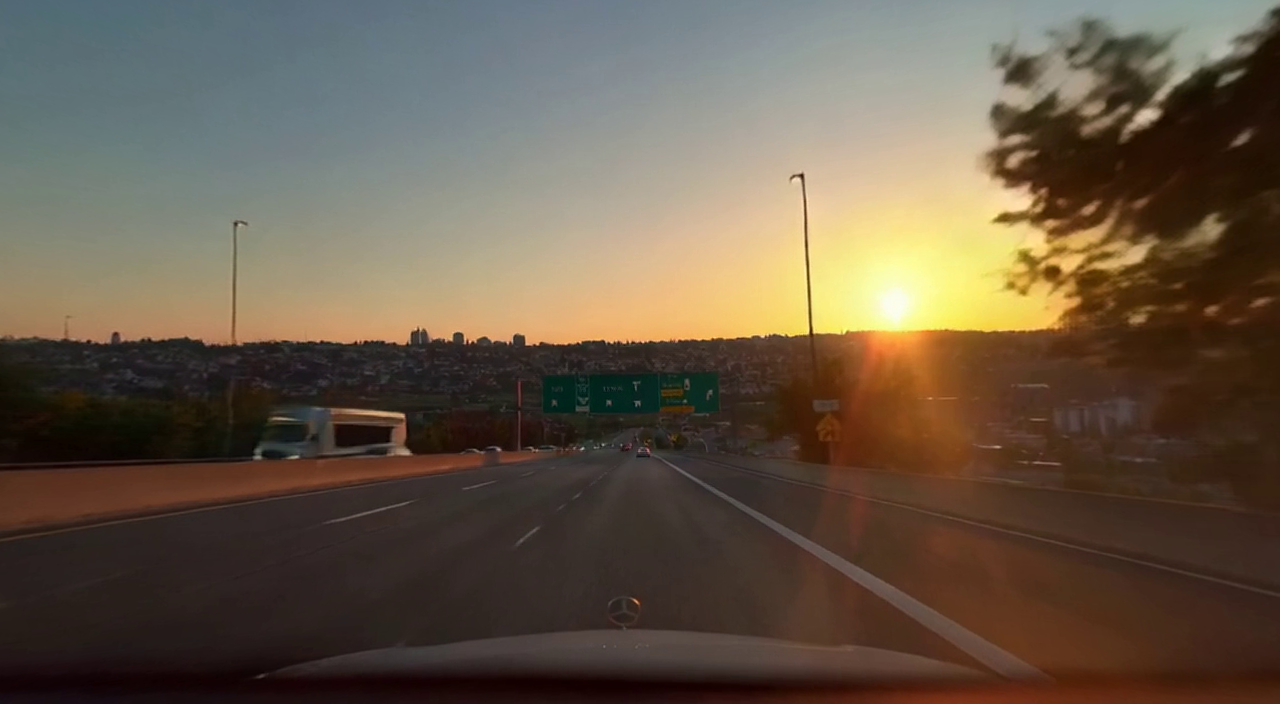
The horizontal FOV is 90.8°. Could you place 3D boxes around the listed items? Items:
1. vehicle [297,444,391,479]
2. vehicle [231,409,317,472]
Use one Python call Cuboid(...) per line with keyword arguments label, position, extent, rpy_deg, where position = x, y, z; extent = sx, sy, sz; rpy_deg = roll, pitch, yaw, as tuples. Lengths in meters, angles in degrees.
Cuboid(label="vehicle", position=(-14.674, 5.450, 31.677), extent=(2.157, 1.578, 5.139), rpy_deg=(0, -9, 1))
Cuboid(label="vehicle", position=(-22.631, 5.524, 39.200), extent=(3.182, 3.718, 3.135), rpy_deg=(0, -9, 0))
